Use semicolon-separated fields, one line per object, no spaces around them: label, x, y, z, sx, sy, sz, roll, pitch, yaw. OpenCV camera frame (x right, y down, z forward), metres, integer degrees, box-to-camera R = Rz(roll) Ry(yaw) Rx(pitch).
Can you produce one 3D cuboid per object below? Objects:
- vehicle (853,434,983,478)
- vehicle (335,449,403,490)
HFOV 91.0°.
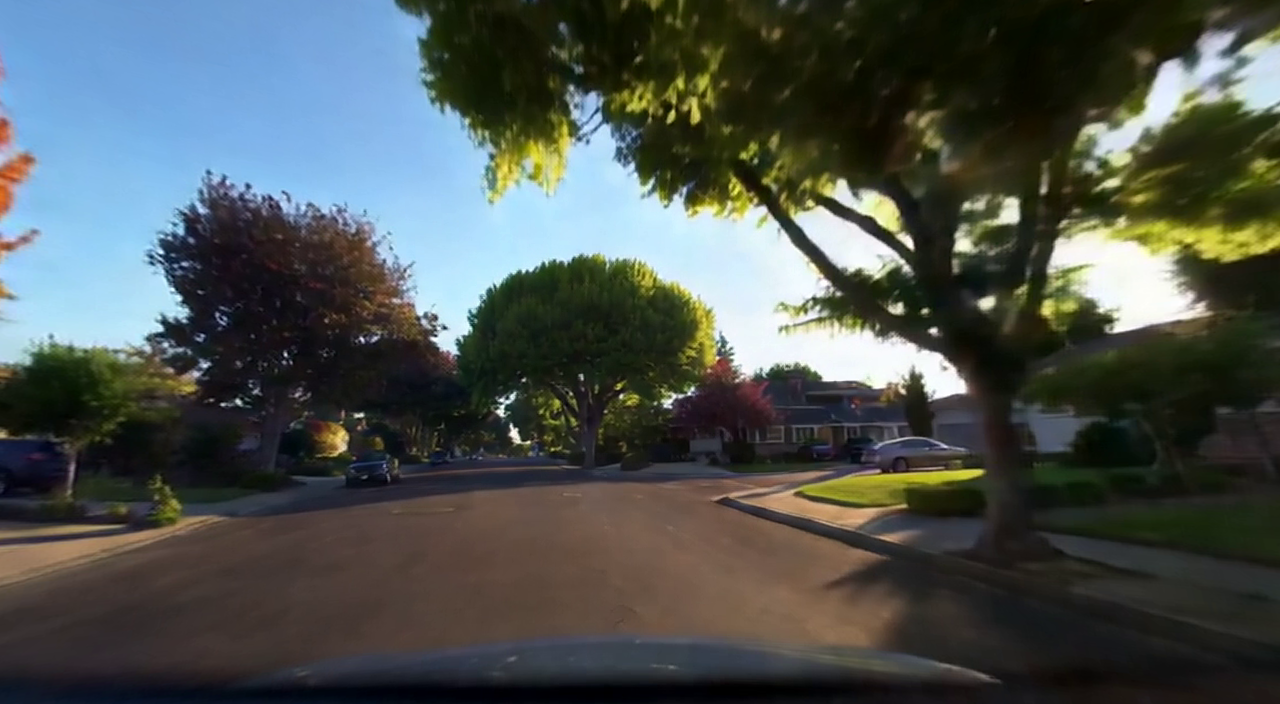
vehicle;12.221;4.539;27.743;4.933;1.817;2.014;2;-8;-15
vehicle;-11.674;5.061;27.408;1.938;1.499;4.290;-1;-9;-13
